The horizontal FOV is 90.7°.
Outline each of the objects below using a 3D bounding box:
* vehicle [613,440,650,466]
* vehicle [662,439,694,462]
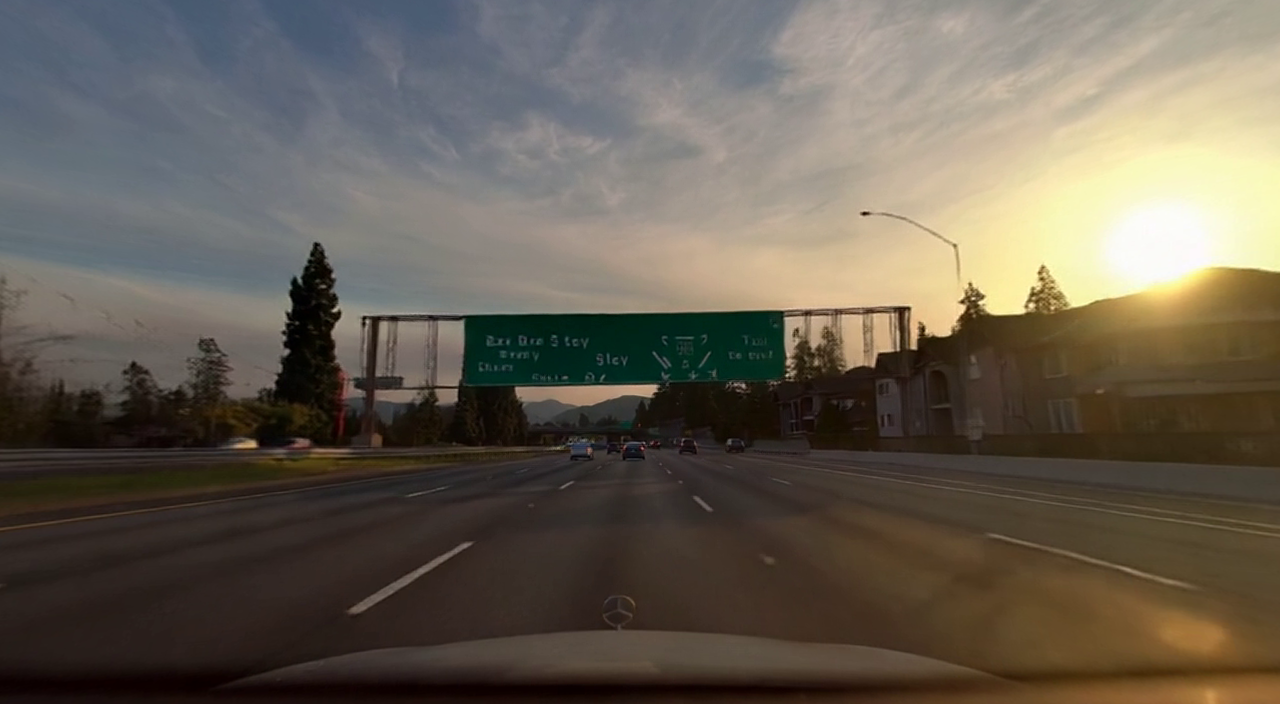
[{"bbox_3d":[-0.528,6.195,38.776,2.146,1.485,4.332,0,-9,0],"label":"vehicle"},{"bbox_3d":[2.801,7.359,47.304,2.084,1.624,3.935,0,-9,-1],"label":"vehicle"}]
